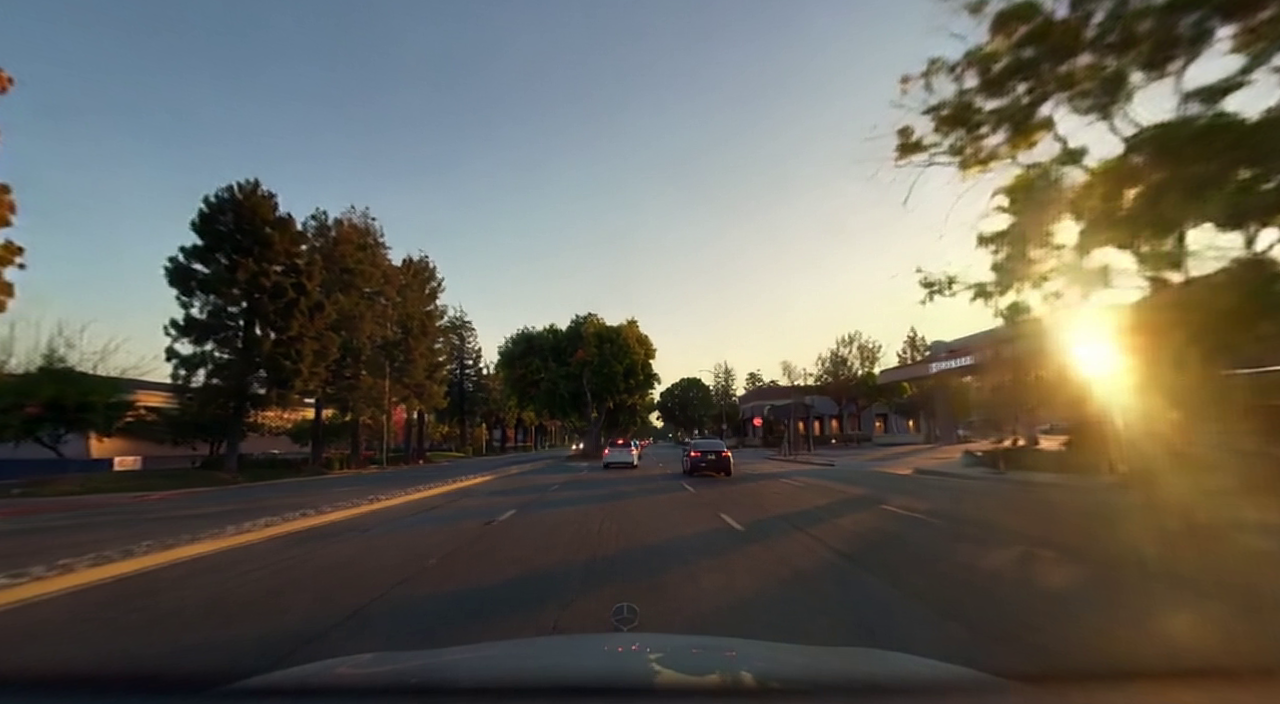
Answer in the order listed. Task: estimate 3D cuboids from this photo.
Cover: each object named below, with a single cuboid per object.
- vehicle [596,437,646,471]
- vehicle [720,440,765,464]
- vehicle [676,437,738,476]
[{"bbox_3d":[-0.867,4.901,30.557,2.242,1.474,4.127,0,-8,0],"label":"vehicle"},{"bbox_3d":[6.329,6.230,39.376,2.068,1.393,3.874,0,-8,-1],"label":"vehicle"},{"bbox_3d":[2.714,4.380,26.781,2.057,1.491,4.675,0,-8,-1],"label":"vehicle"}]
